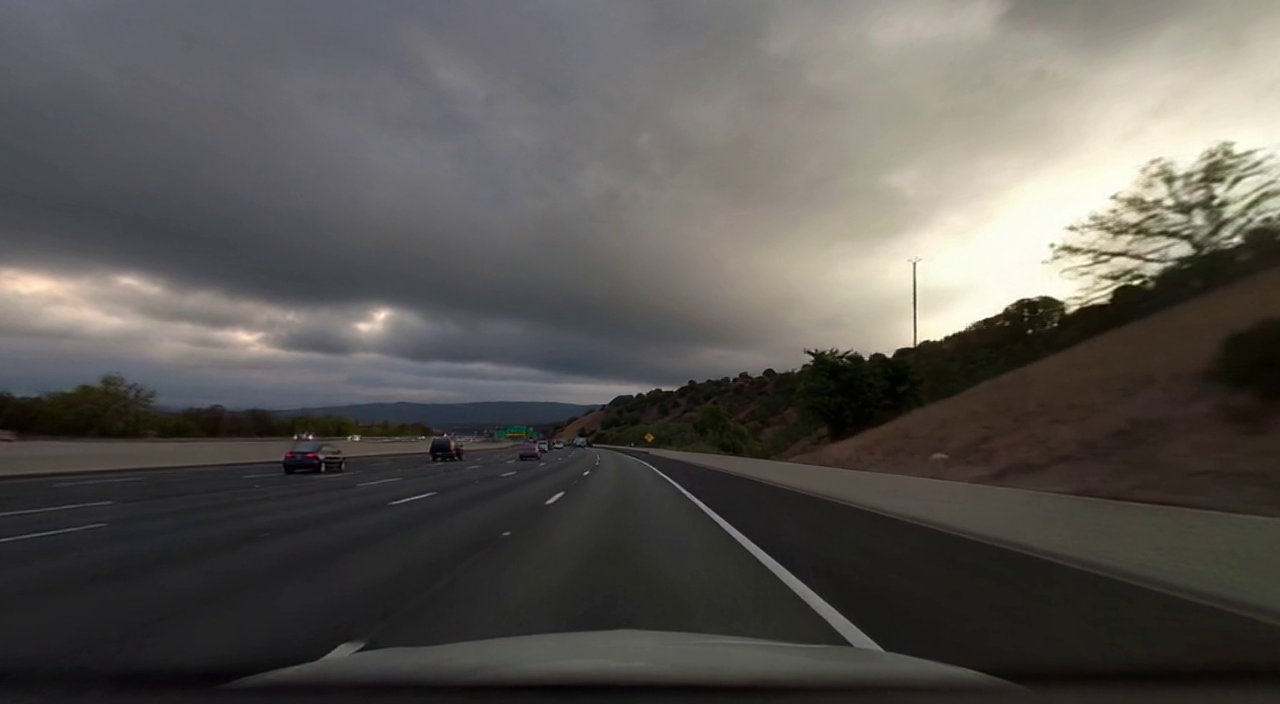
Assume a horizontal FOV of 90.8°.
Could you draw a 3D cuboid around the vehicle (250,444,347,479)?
[{"bbox_3d":[-15.523,4.980,29.038,1.955,1.429,4.575,0,-8,-1],"label":"vehicle"}]
